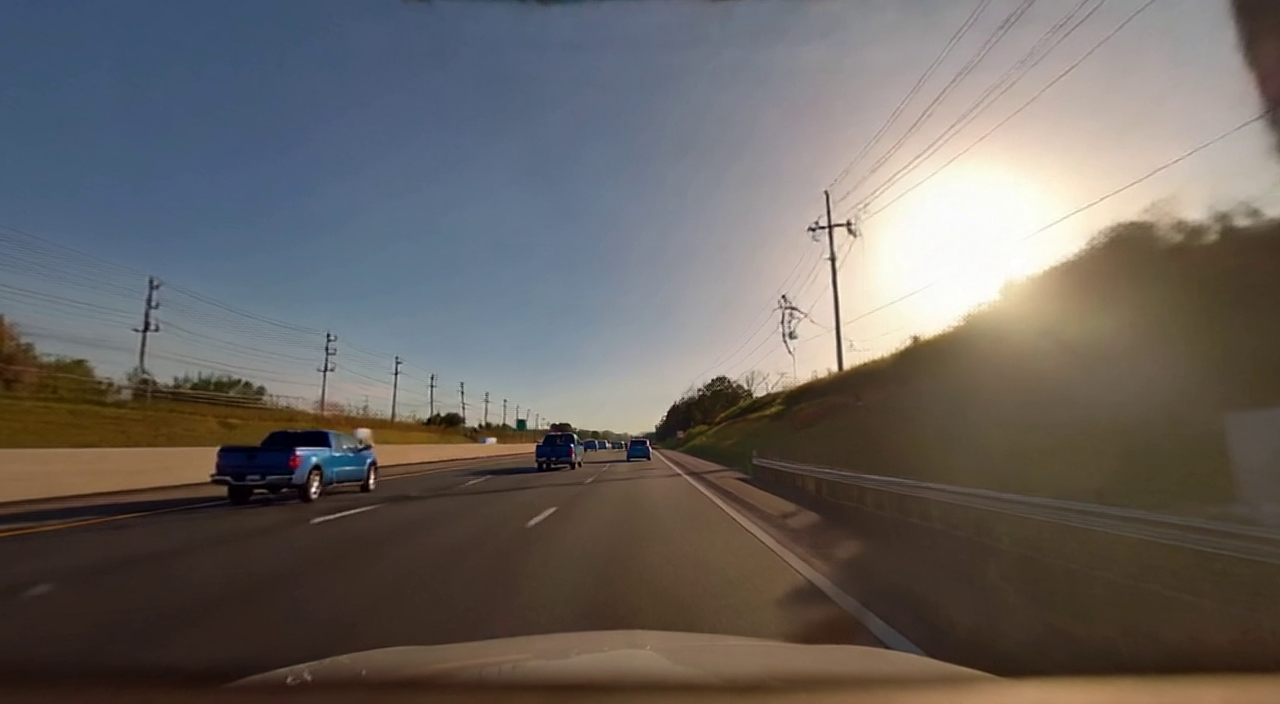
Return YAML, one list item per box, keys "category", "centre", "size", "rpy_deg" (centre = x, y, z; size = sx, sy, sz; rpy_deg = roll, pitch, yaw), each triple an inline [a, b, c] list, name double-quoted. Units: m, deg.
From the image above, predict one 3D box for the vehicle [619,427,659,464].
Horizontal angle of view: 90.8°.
- category: "vehicle"
  centre: [-0.013, 5.893, 39.784]
  size: [2.358, 2.144, 4.713]
  rpy_deg: [0, -8, 1]

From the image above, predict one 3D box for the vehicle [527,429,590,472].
- category: "vehicle"
  centre: [-3.678, 4.581, 29.550]
  size: [2.204, 1.812, 5.289]
  rpy_deg: [0, -8, 0]

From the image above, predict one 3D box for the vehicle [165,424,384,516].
- category: "vehicle"
  centre: [-7.425, 2.434, 13.513]
  size: [2.013, 1.609, 4.446]
  rpy_deg: [0, -8, 0]
